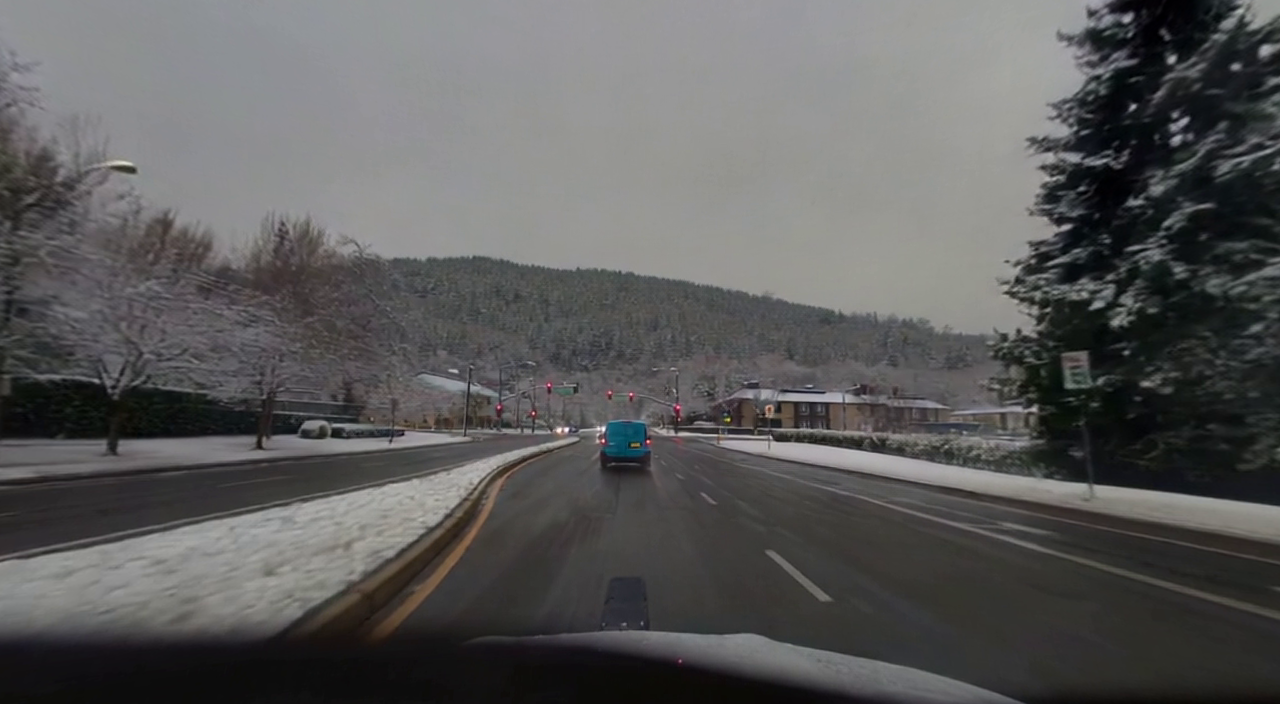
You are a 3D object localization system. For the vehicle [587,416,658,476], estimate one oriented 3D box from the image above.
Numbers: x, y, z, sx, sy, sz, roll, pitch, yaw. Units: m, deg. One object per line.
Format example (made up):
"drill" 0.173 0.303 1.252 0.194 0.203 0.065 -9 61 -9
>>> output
"vehicle" -0.599 3.208 21.508 2.185 1.822 4.391 0 -8 -2
